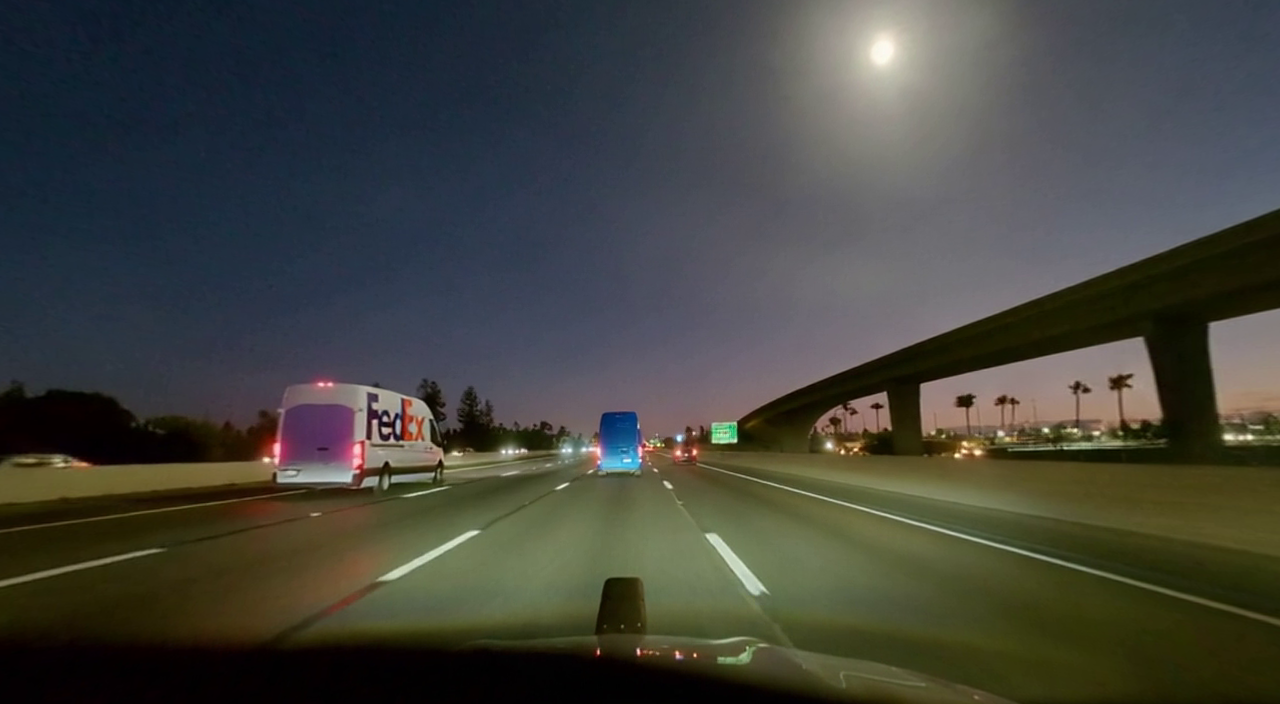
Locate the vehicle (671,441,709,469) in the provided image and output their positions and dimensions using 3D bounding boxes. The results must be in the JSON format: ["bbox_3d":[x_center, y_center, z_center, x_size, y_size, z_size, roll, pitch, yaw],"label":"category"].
[{"bbox_3d":[3.135,6.521,39.930,1.987,1.648,3.984,0,-9,-1],"label":"vehicle"}]

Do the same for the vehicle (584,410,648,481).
[{"bbox_3d":[-0.913,4.102,27.564,2.476,2.776,5.598,0,-9,1],"label":"vehicle"}]

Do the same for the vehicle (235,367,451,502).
[{"bbox_3d":[-8.115,2.522,18.554,2.965,3.178,7.188,0,-9,-1],"label":"vehicle"}]
